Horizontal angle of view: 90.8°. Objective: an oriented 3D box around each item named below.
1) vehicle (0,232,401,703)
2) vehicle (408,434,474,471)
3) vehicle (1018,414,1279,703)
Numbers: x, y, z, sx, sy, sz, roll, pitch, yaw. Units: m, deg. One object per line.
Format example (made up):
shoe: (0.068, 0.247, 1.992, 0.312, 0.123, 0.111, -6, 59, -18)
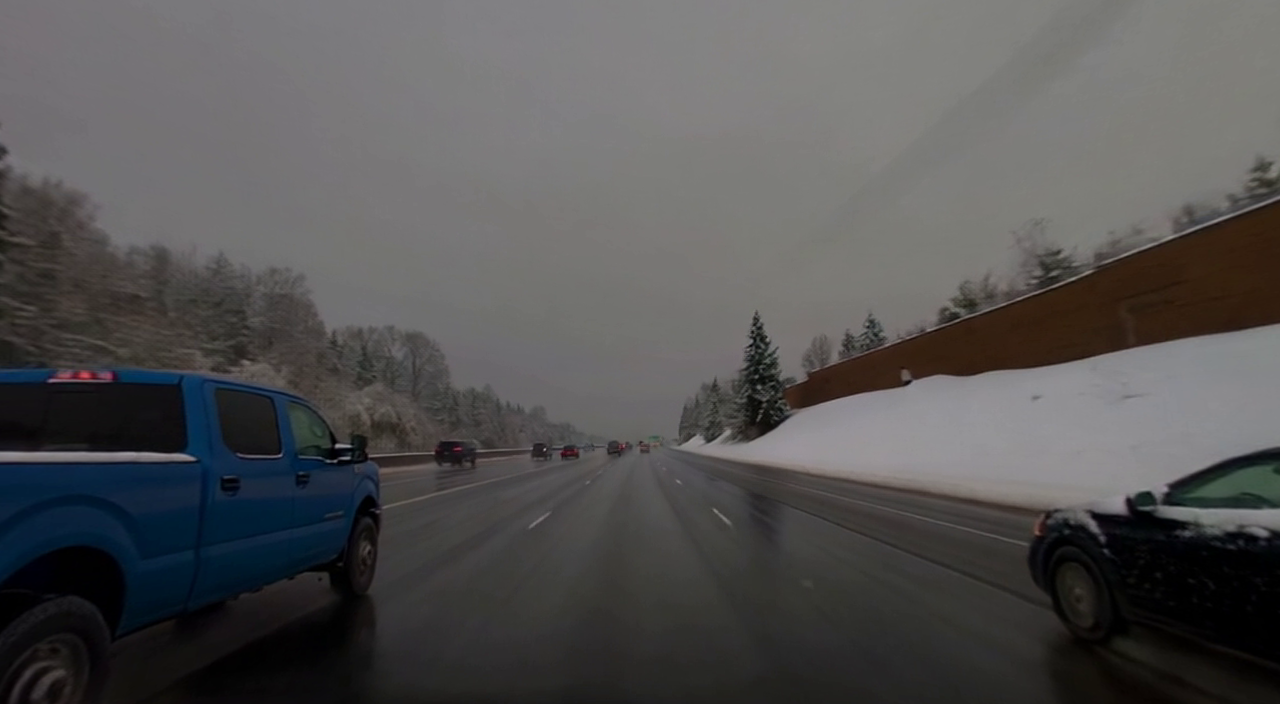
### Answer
vehicle: (-3.566, 0.723, 2.932, 2.483, 2.100, 6.208, 0, -9, 0)
vehicle: (-10.952, 5.562, 35.176, 2.012, 1.875, 4.895, 0, -9, 1)
vehicle: (4.185, 1.036, 2.834, 2.047, 1.524, 4.619, 0, -9, -1)
